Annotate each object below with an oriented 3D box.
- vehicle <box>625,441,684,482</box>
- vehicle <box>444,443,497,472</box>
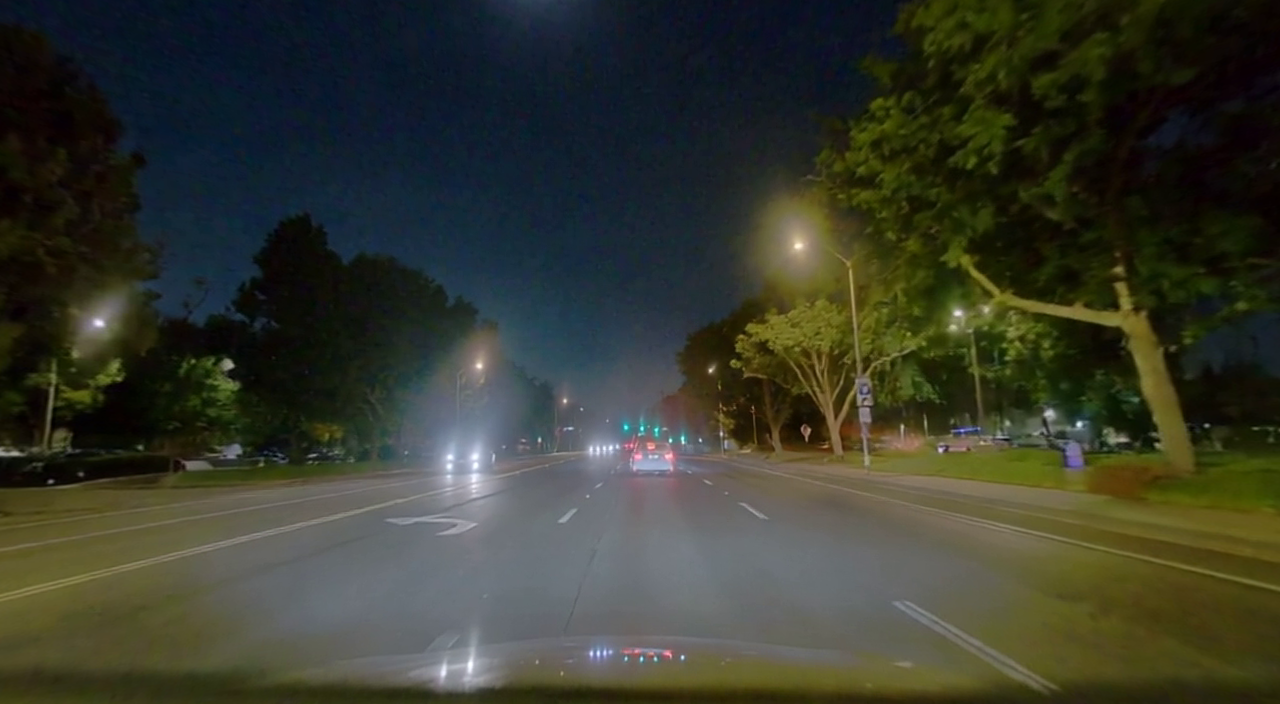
[{"bbox_3d":[0.477,4.165,24.261,2.093,1.442,3.977,0,-9,-1],"label":"vehicle"},{"bbox_3d":[-11.784,7.363,44.277,2.259,1.867,4.875,0,-9,1],"label":"vehicle"}]
